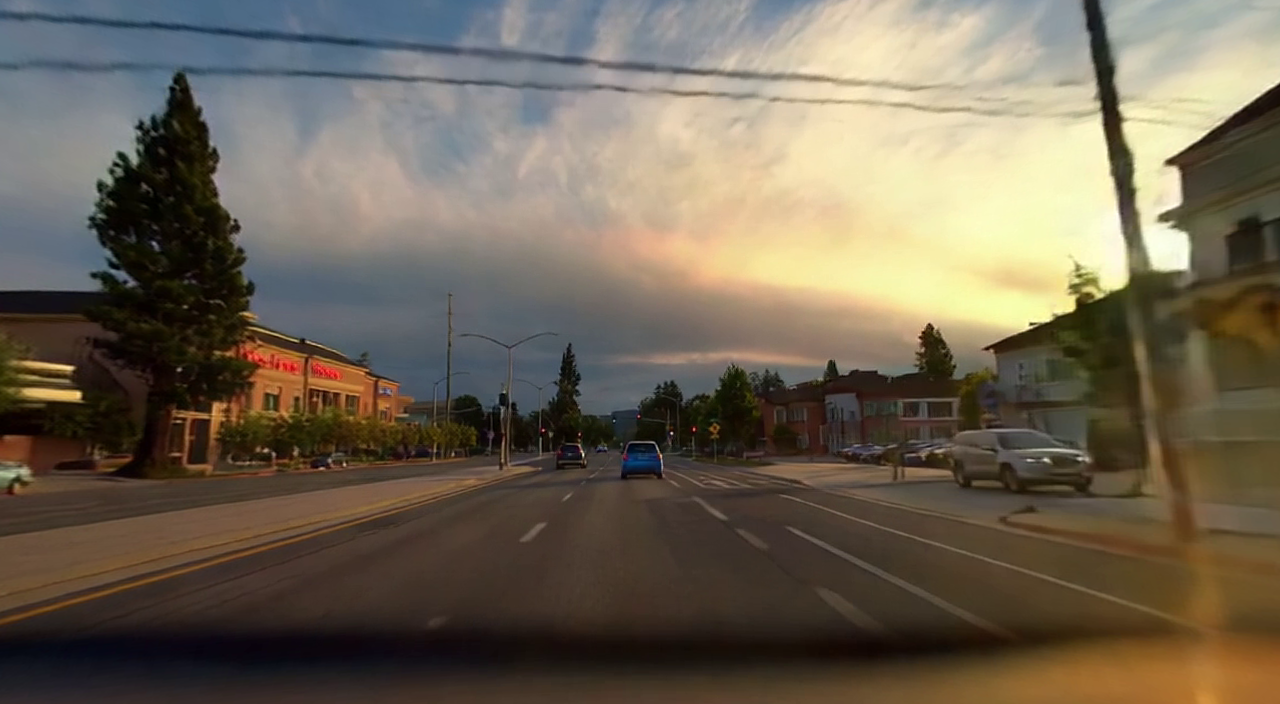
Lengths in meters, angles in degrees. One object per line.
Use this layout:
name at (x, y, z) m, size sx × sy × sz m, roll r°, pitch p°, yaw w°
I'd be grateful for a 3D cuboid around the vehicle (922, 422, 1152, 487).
vehicle at (11.911, 3.112, 19.297) m, size 5.506 × 1.850 × 2.156 m, roll 0°, pitch -9°, yaw 0°

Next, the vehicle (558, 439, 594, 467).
vehicle at (-4.525, 7.273, 45.590) m, size 2.202 × 1.856 × 4.516 m, roll 0°, pitch -9°, yaw -1°

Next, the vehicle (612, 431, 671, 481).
vehicle at (0.001, 4.432, 27.070) m, size 2.273 × 1.909 × 5.075 m, roll 0°, pitch -9°, yaw -1°
